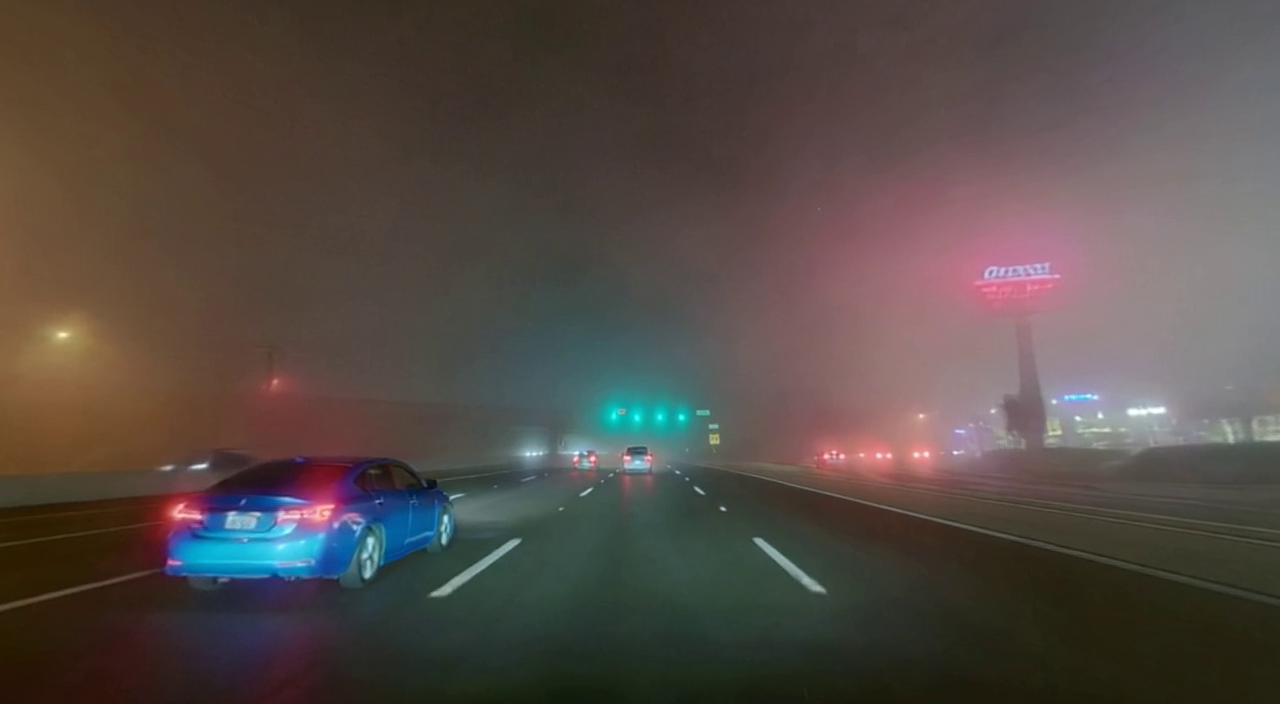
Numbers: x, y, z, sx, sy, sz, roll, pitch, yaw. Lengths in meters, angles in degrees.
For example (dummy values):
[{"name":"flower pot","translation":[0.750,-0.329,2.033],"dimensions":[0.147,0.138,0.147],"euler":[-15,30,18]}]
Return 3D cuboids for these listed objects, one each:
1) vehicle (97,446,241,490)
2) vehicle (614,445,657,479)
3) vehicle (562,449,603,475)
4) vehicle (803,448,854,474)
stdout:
[{"name":"vehicle","translation":[-18.753,4.621,25.424],"dimensions":[2.210,1.597,4.597],"euler":[0,-9,0]},{"name":"vehicle","translation":[-0.191,5.757,33.149],"dimensions":[2.102,1.692,4.057],"euler":[0,-9,1]},{"name":"vehicle","translation":[-3.601,7.020,40.283],"dimensions":[2.071,1.553,4.388],"euler":[0,-9,2]},{"name":"vehicle","translation":[13.720,7.953,46.143],"dimensions":[2.246,1.760,4.640],"euler":[0,-9,-1]}]
